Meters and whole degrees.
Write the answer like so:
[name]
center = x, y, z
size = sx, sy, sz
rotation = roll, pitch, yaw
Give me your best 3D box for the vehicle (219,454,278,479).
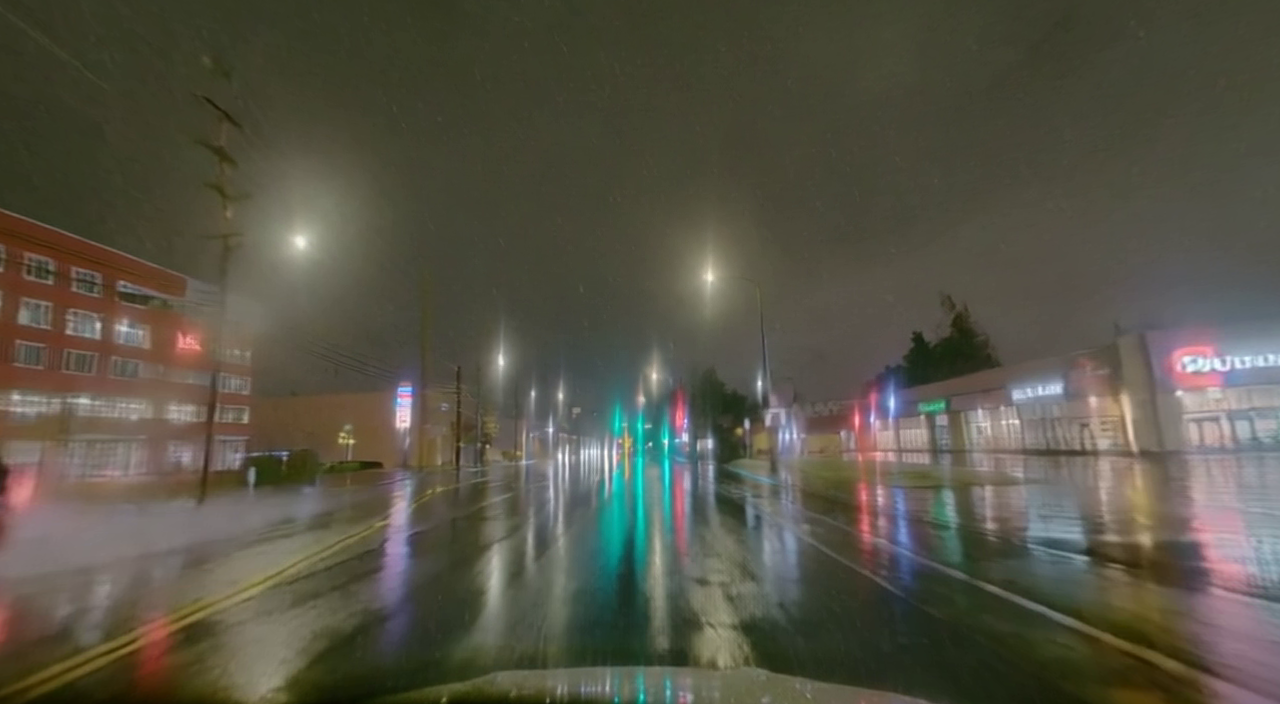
[vehicle]
center = -29.751, 8.685, 47.868
size = 4.811, 1.756, 2.070
rotation = -7, -11, 37
